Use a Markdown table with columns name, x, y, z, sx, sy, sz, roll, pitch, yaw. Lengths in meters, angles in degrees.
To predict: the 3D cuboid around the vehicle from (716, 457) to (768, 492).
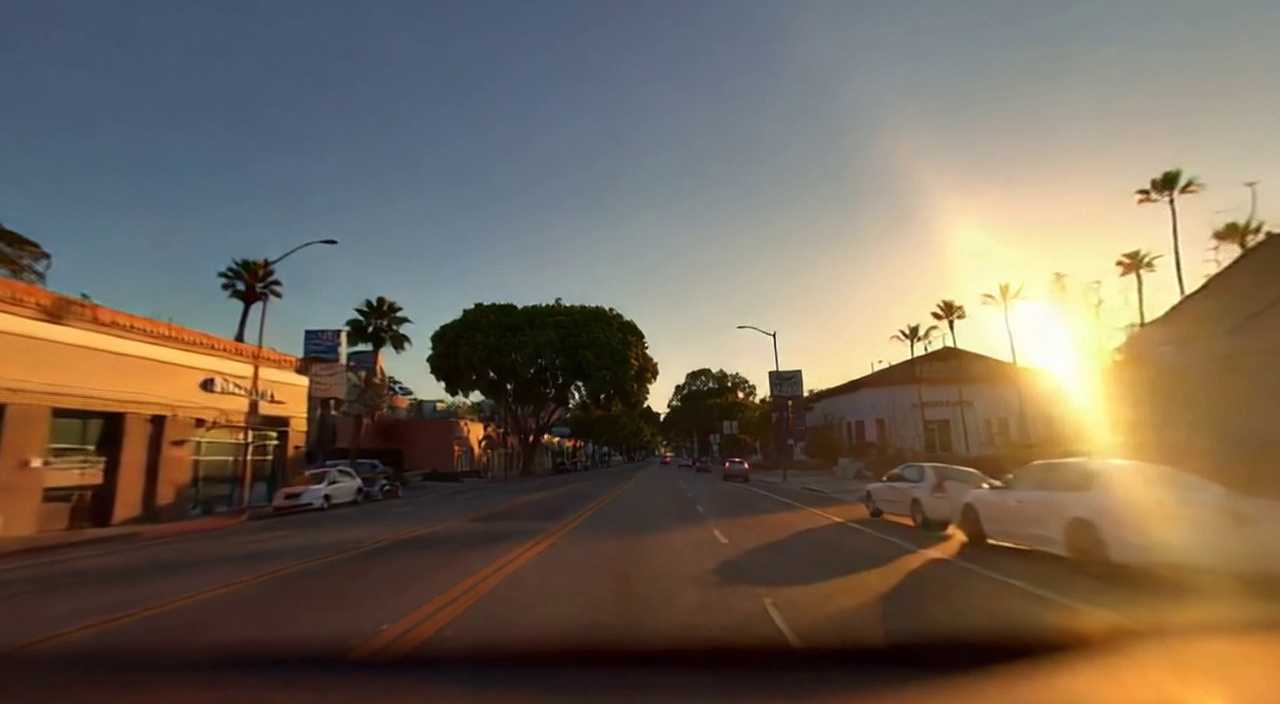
| name | x | y | z | sx | sy | sz | roll | pitch | yaw |
| --- | --- | --- | --- | --- | --- | --- | --- | --- | --- |
| vehicle | 4.724 | 5.705 | 29.807 | 2.067 | 1.477 | 4.653 | -1 | -9 | 5 |

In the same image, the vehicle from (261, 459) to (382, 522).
| name | x | y | z | sx | sy | sz | roll | pitch | yaw |
| --- | --- | --- | --- | --- | --- | --- | --- | --- | --- |
| vehicle | -12.112 | 5.234 | 24.549 | 1.949 | 2.026 | 5.141 | 1 | -8 | 0 |

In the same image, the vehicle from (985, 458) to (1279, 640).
| name | x | y | z | sx | sy | sz | roll | pitch | yaw |
| --- | --- | --- | --- | --- | --- | --- | --- | --- | --- |
| vehicle | 6.314 | 2.049 | 7.612 | 1.834 | 1.504 | 4.331 | 0 | -9 | 0 |

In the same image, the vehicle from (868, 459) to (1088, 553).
| name | x | y | z | sx | sy | sz | roll | pitch | yaw |
| --- | --- | --- | --- | --- | --- | --- | --- | --- | --- |
| vehicle | 6.407 | 2.935 | 12.756 | 1.932 | 1.490 | 4.598 | 0 | -9 | 1 |
